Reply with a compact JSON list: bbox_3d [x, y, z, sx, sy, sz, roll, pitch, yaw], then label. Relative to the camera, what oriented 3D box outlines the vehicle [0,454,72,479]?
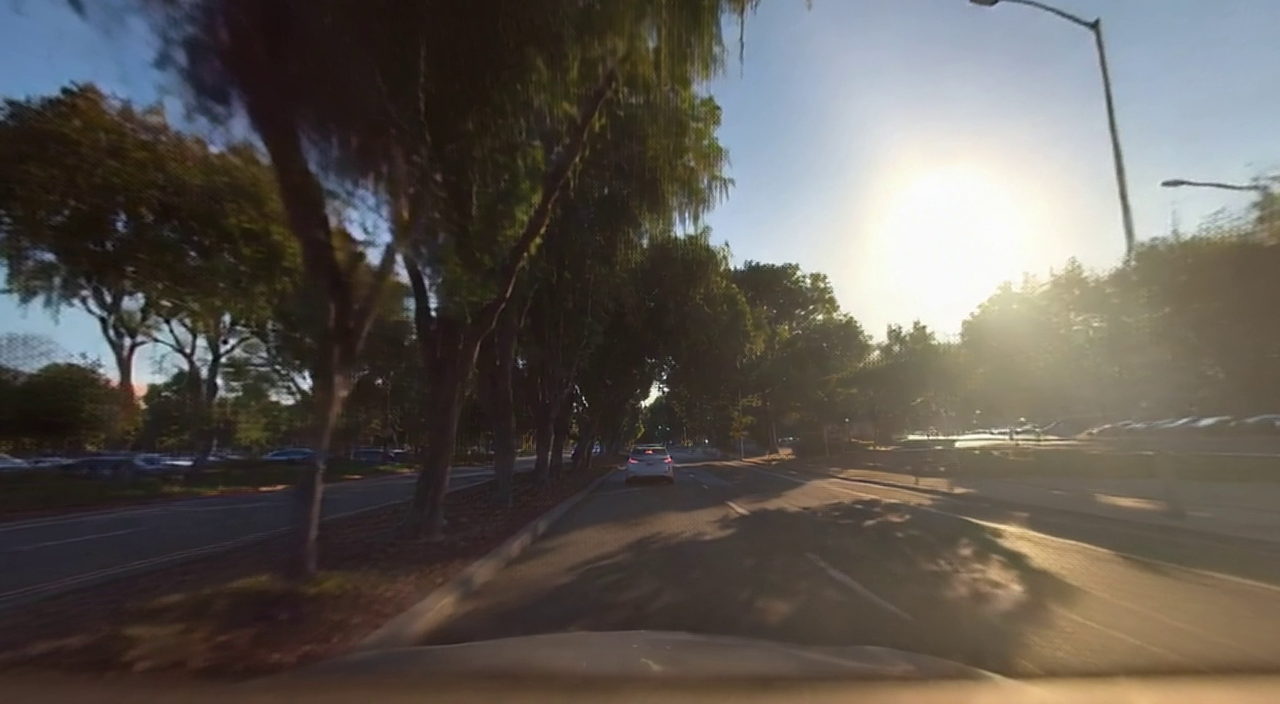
[{"bbox_3d":[-43.029,8.050,44.482,4.057,1.666,1.849,0,-8,1],"label":"vehicle"}]

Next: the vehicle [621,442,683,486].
[{"bbox_3d":[0.380,4.047,23.184,2.093,1.442,3.977,0,-8,-1],"label":"vehicle"}]

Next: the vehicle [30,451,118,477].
[{"bbox_3d":[-42.340,8.379,47.254,4.467,1.834,2.087,0,-8,-1],"label":"vehicle"}]
